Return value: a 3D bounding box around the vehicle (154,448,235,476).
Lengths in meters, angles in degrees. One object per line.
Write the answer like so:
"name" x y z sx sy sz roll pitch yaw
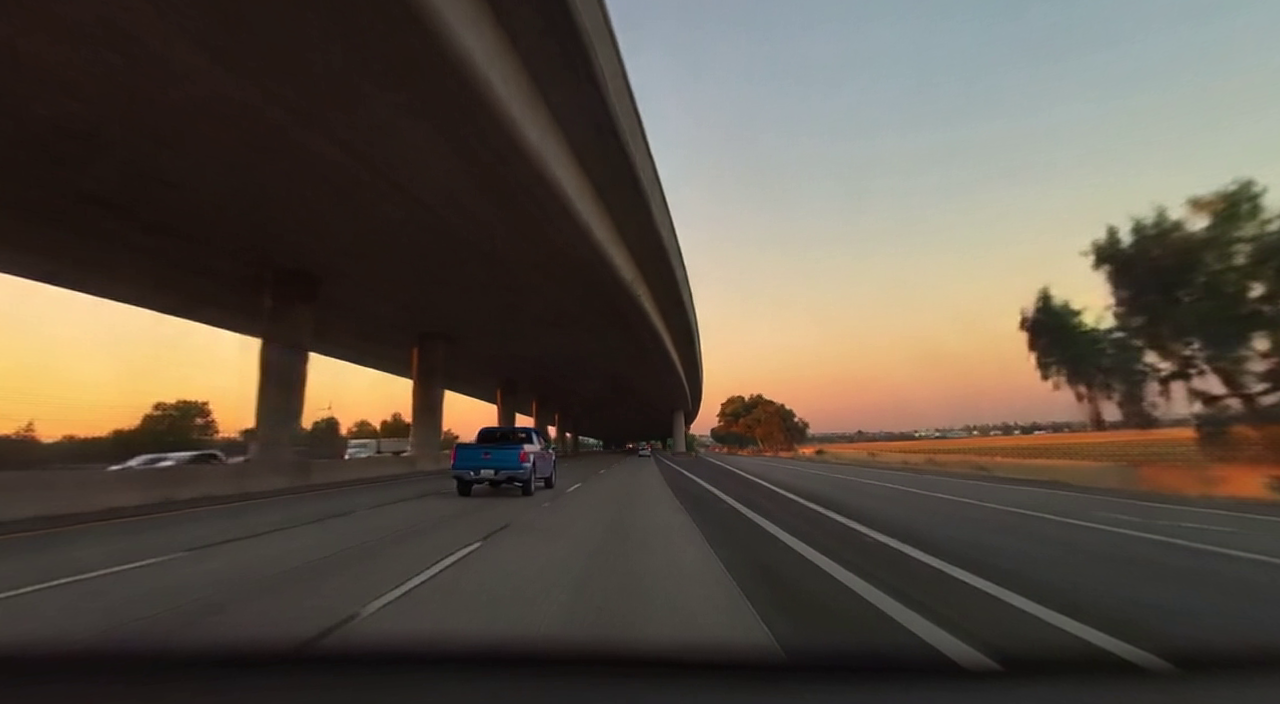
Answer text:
"vehicle" -29.561 7.287 42.077 1.954 1.704 4.656 0 -8 0

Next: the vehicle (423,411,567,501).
"vehicle" -3.748 2.881 17.871 2.601 2.084 6.068 0 -8 1

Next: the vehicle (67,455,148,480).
"vehicle" -39.692 8.586 47.140 2.012 1.686 4.608 0 -8 -1
